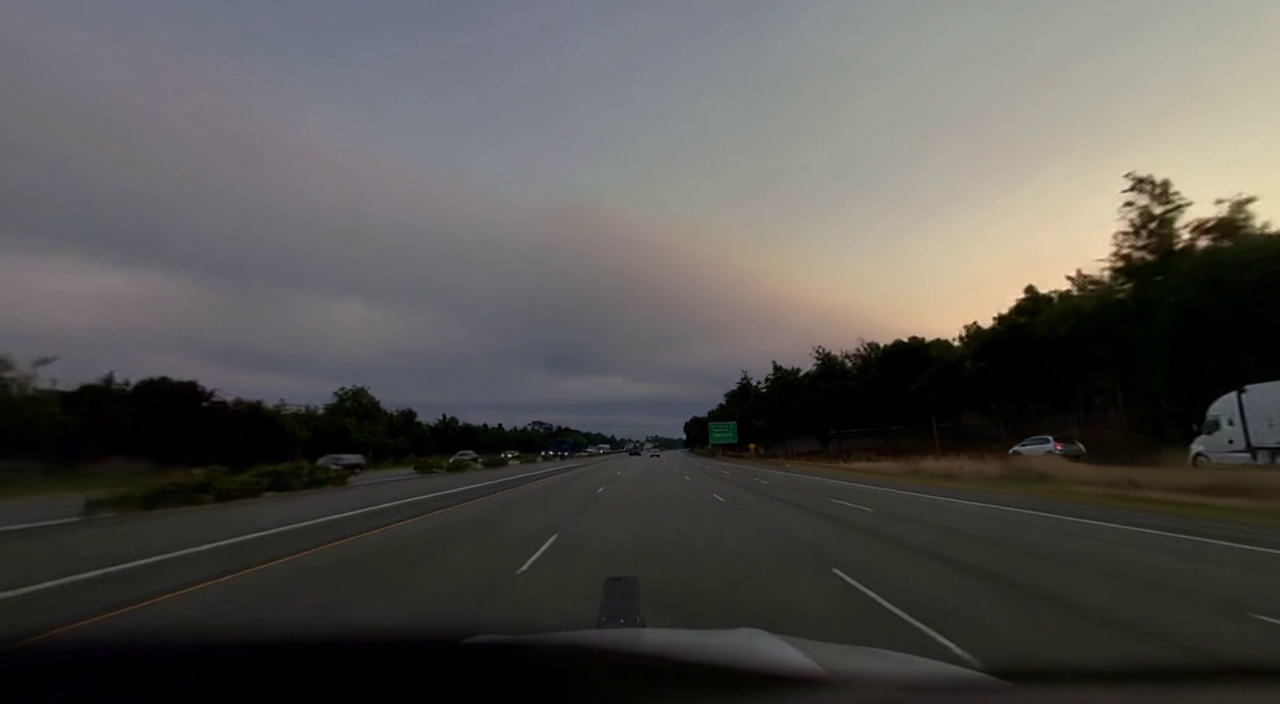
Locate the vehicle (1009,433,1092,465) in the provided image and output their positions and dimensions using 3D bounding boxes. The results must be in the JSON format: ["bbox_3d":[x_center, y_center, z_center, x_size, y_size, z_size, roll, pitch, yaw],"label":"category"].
[{"bbox_3d":[24.451,5.804,37.664,2.038,1.823,3.744,1,-9,-9],"label":"vehicle"}]

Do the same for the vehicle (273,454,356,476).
[{"bbox_3d":[-16.298,5.661,31.782,2.045,0.984,3.862,0,-9,2],"label":"vehicle"}]
